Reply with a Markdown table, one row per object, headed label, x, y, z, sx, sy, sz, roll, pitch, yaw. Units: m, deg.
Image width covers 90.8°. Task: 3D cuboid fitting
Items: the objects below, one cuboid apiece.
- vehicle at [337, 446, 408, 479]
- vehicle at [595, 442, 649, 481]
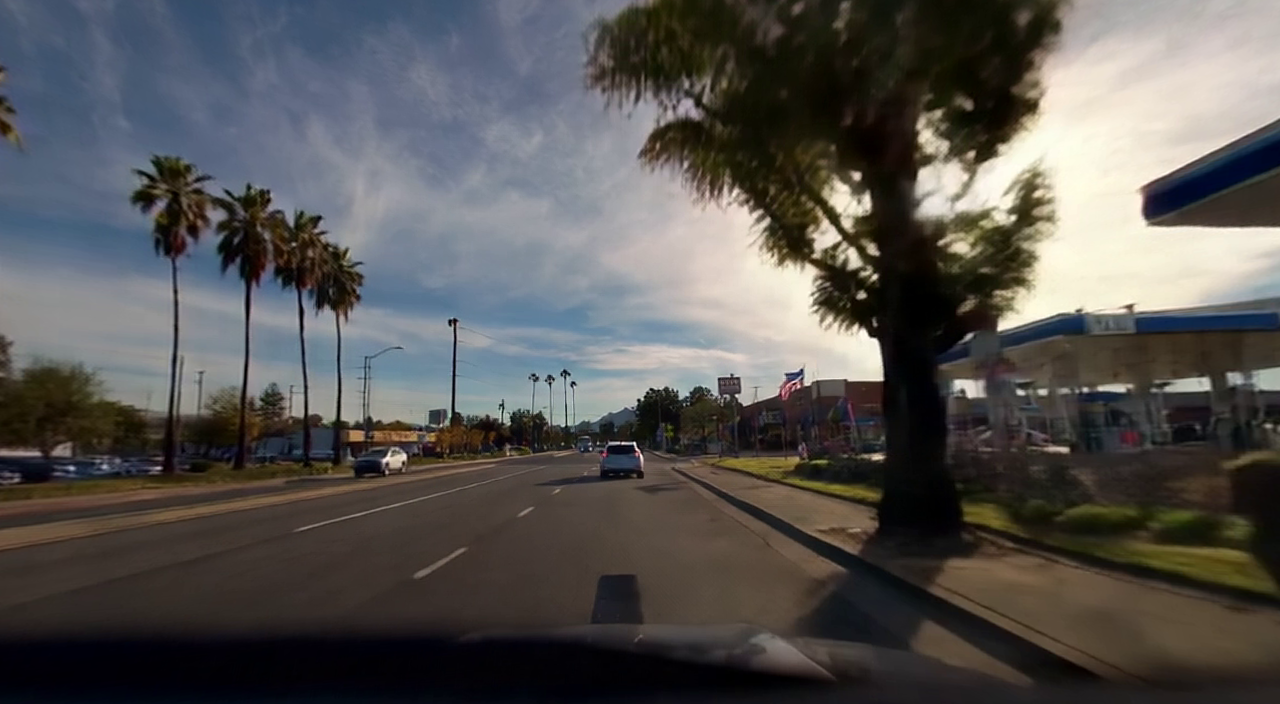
| label | x | y | z | sx | sy | sz | roll | pitch | yaw |
| --- | --- | --- | --- | --- | --- | --- | --- | --- | --- |
| vehicle | -14.809 | 6.101 | 35.209 | 2.026 | 1.722 | 4.463 | 0 | -8 | -1 |
| vehicle | -0.715 | 4.512 | 26.331 | 2.076 | 1.486 | 4.119 | 0 | -8 | -1 |
